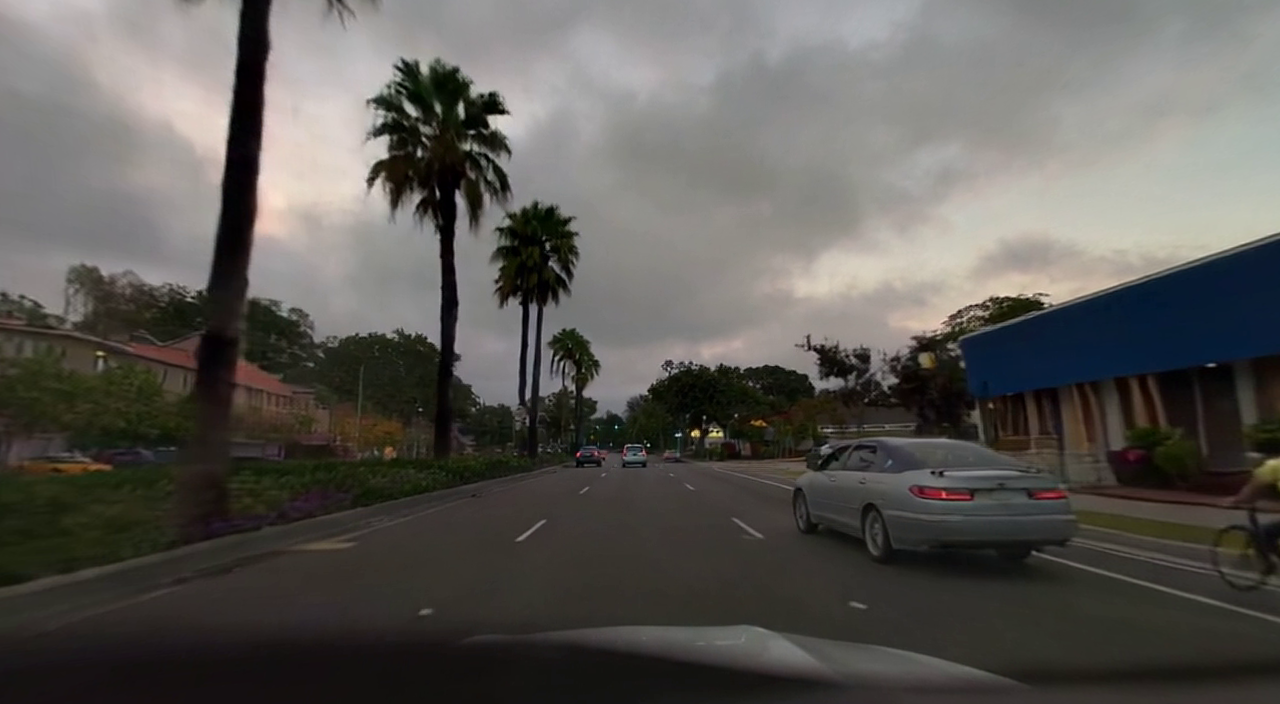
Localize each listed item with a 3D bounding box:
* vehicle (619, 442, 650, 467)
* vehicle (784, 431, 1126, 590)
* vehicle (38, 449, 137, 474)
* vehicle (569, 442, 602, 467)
[{"bbox_3d":[-0.418,7.211,44.407,2.102,1.653,3.698,0,-9,-1],"label":"vehicle"},{"bbox_3d":[3.557,1.864,8.404,2.090,1.503,4.566,0,-9,-1],"label":"vehicle"},{"bbox_3d":[-35.739,7.061,40.972,4.294,1.515,2.111,1,-9,-4],"label":"vehicle"},{"bbox_3d":[-4.052,7.684,47.635,2.071,1.744,4.500,0,-9,0],"label":"vehicle"}]
